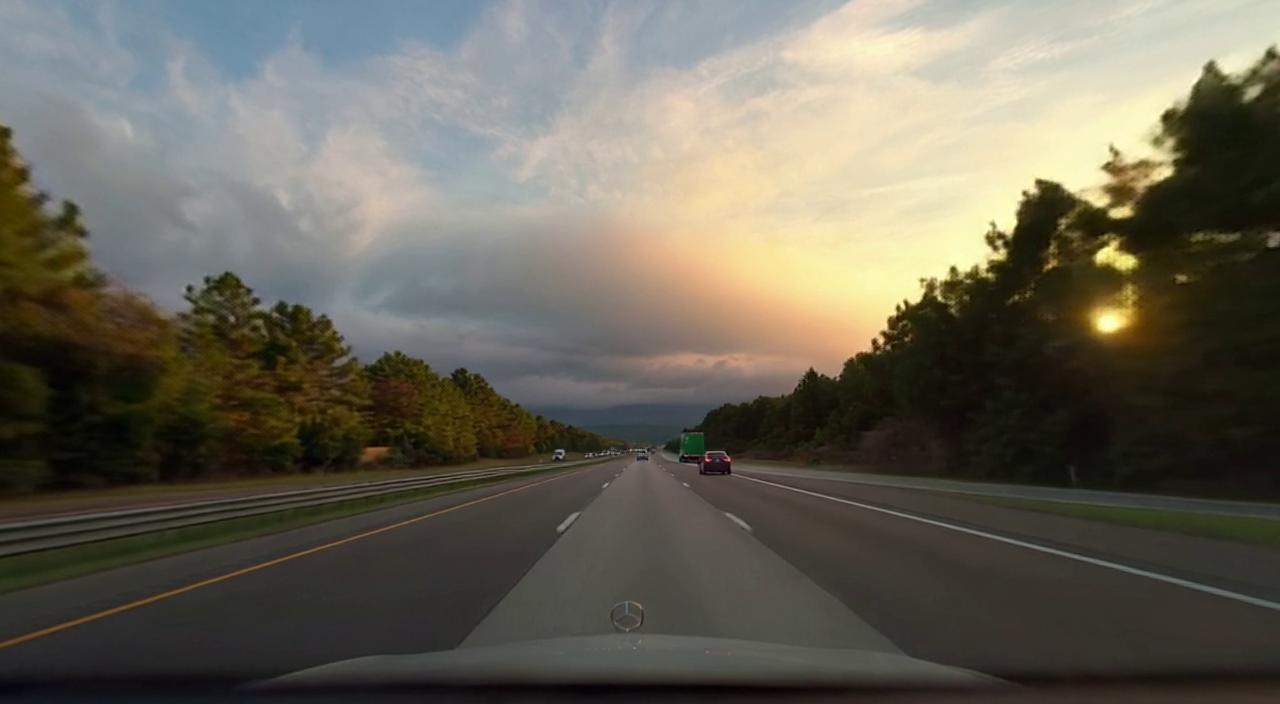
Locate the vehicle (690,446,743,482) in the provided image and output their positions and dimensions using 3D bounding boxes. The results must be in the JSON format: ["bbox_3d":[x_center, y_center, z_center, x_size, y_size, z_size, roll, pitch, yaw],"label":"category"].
[{"bbox_3d":[3.599,5.368,30.435,2.019,1.601,3.953,0,-9,-1],"label":"vehicle"}]
